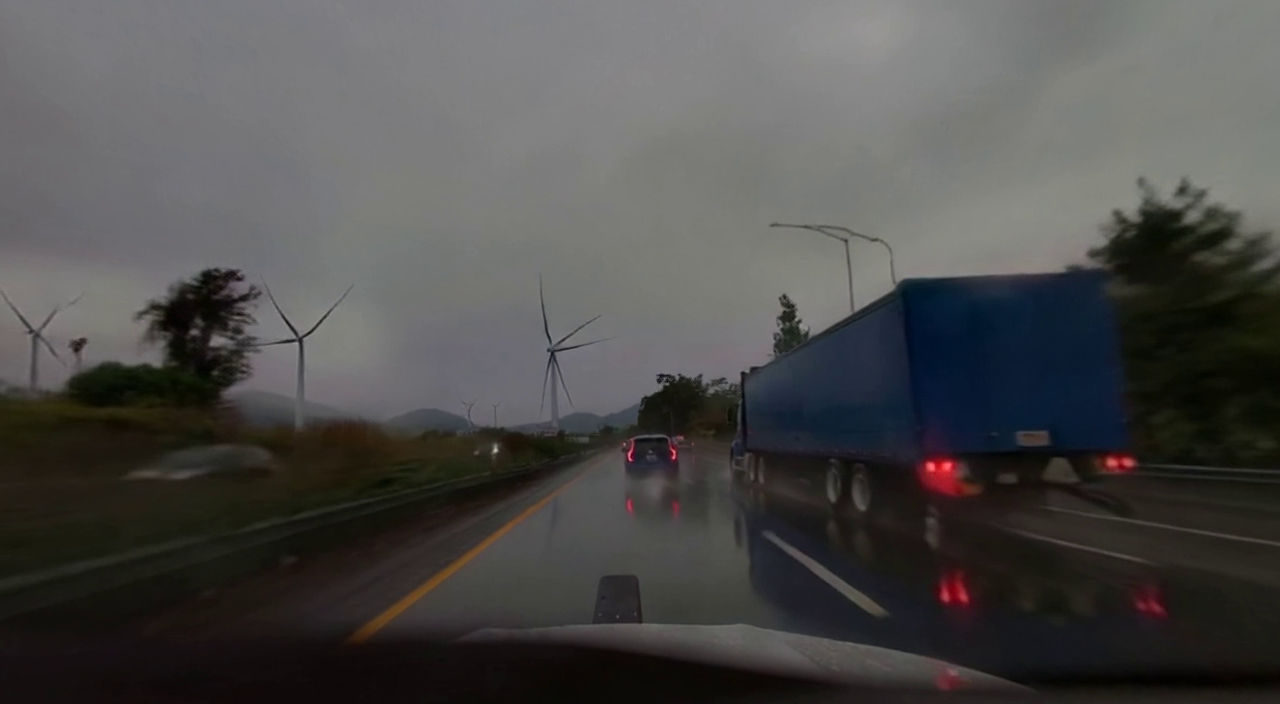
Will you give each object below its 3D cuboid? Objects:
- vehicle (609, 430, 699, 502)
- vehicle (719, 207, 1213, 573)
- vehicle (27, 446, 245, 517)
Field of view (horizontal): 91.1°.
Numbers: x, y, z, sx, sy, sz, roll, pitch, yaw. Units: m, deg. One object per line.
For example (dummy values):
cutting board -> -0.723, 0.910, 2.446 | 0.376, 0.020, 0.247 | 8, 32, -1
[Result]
vehicle -> 0.298, 2.891, 16.524 | 2.038, 1.624, 4.312 | 0, -8, 0
vehicle -> 4.534, 1.331, 14.508 | 3.129, 4.126, 14.913 | 0, -8, -1
vehicle -> -12.653, 3.211, 16.278 | 1.889, 1.480, 4.553 | 0, -8, 0
